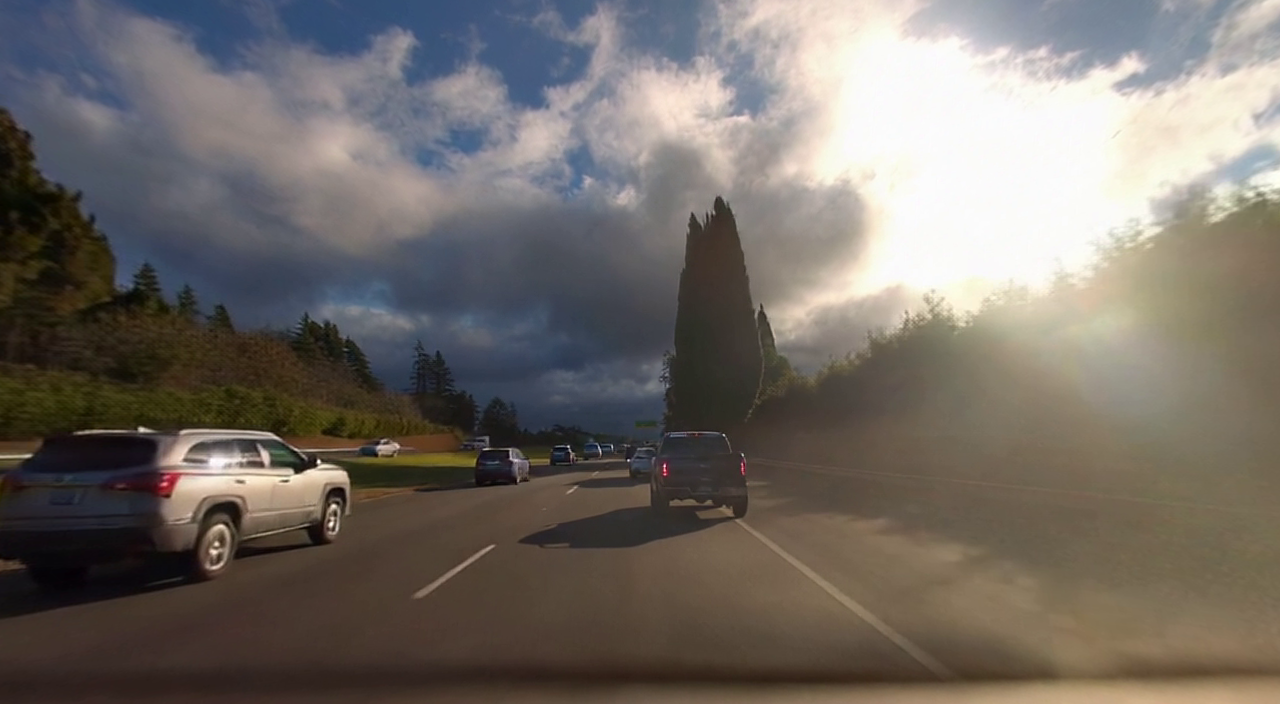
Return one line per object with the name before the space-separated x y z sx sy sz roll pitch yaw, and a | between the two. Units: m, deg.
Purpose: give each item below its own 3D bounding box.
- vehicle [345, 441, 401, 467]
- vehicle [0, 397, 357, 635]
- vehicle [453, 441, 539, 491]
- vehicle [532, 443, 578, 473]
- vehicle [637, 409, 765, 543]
vehicle | -15.766 6.036 37.373 1.779 1.439 3.457 0 -9 1
vehicle | -4.944 1.464 6.573 1.934 1.642 4.201 0 -9 1
vehicle | -4.638 3.721 20.873 1.867 1.489 3.829 0 -9 1
vehicle | -4.621 5.840 34.931 1.855 1.527 4.209 0 -9 2
vehicle | 0.873 2.093 11.162 1.825 1.920 3.960 0 -9 0
